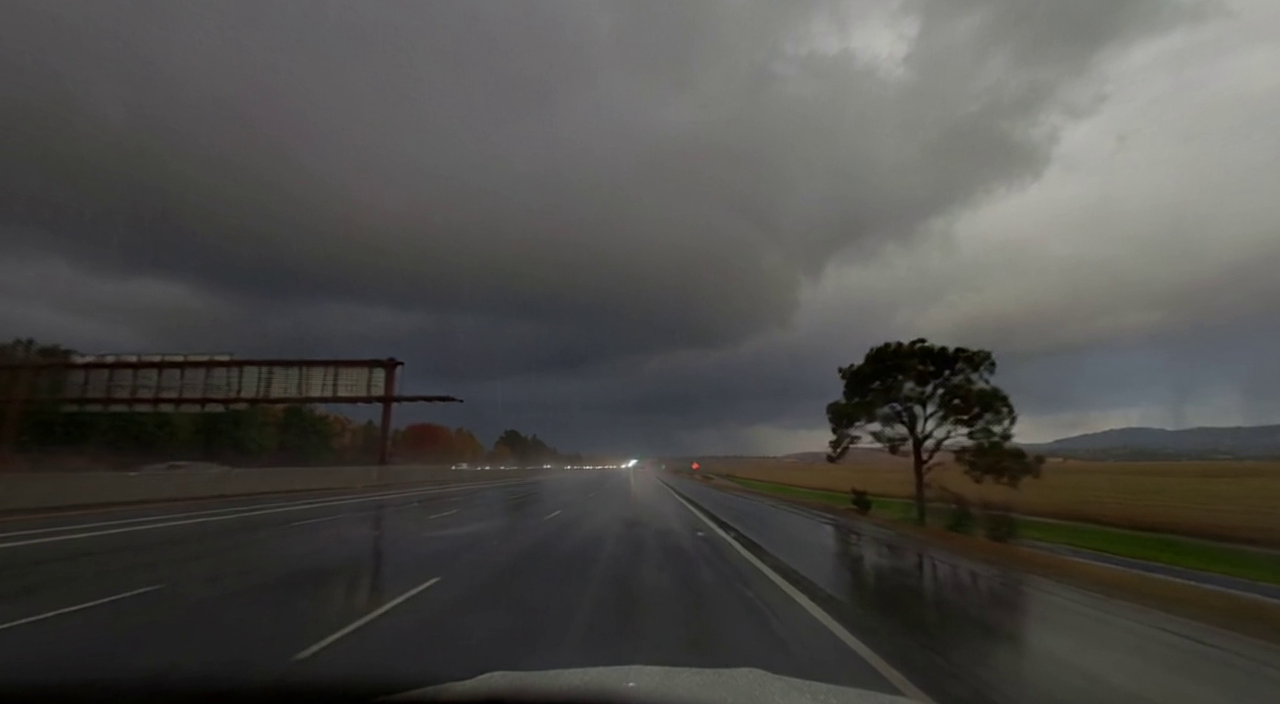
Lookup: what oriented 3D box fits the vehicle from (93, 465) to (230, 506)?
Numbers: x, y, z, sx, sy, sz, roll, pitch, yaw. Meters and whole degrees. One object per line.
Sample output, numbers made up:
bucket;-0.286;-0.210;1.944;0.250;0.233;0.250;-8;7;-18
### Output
vehicle;-19.166;5.339;25.558;1.862;1.447;4.666;1;-10;0
